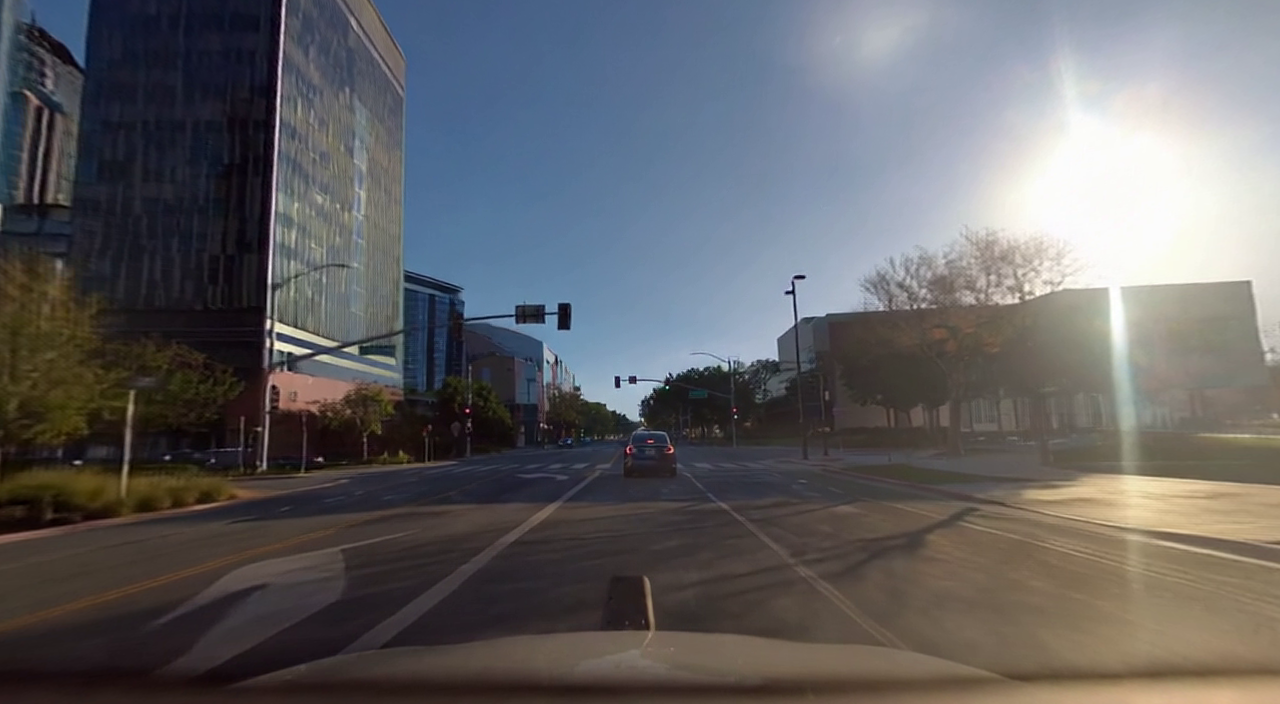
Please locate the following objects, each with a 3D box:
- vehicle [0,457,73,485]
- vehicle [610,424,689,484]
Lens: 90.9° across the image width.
[{"bbox_3d":[-35.473,6.733,35.795,4.494,1.475,1.893,0,-8,-3],"label":"vehicle"},{"bbox_3d":[0.251,3.121,19.513,2.184,1.640,4.086,0,-8,0],"label":"vehicle"}]
